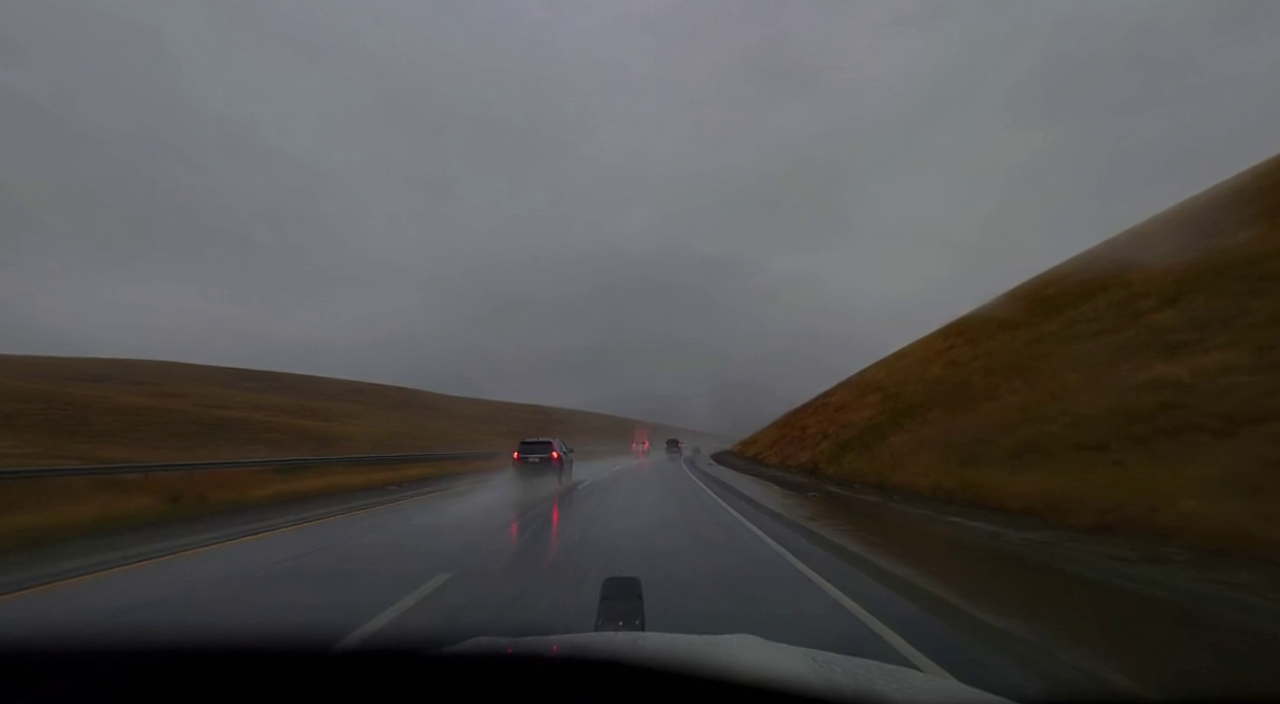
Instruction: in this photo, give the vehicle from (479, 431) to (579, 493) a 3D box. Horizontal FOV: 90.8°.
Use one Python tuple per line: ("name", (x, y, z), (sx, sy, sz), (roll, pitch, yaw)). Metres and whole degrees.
("vehicle", (-3.417, 3.506, 20.491), (2.252, 1.743, 4.560), (0, -9, 2))
